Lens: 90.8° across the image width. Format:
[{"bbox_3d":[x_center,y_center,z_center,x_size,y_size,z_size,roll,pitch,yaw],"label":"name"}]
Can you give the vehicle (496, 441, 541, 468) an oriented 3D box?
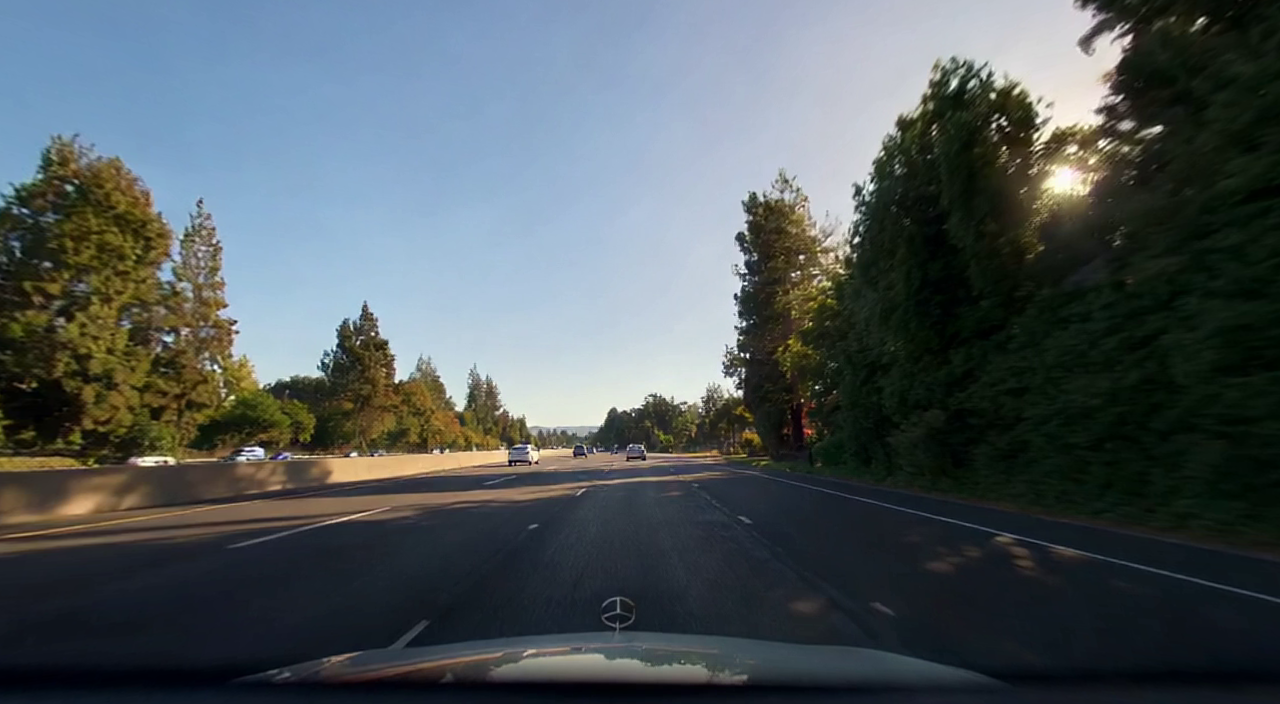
[{"bbox_3d":[-7.674,6.513,40.225,1.991,1.572,4.314,0,-9,0],"label":"vehicle"}]
